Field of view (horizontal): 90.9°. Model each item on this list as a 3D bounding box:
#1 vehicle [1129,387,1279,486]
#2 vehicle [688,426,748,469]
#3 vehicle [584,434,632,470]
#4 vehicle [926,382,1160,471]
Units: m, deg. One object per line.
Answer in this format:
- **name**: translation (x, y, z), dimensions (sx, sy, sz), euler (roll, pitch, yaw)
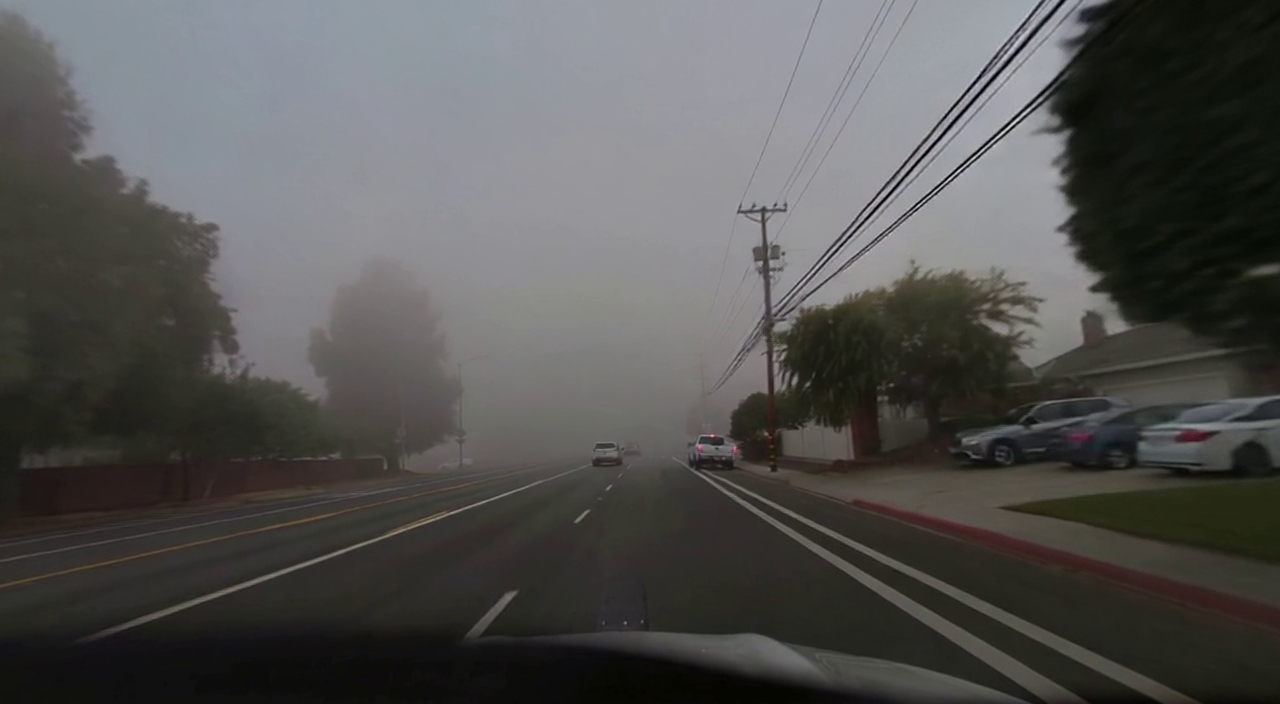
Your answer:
- **vehicle**: translation (12.336, 1.415, 11.748), dimensions (4.719, 1.553, 1.889), euler (-5, -8, 0)
- **vehicle**: translation (4.219, 5.354, 35.294), dimensions (2.622, 2.137, 6.267), euler (1, -9, 1)
- **vehicle**: translation (-1.722, 5.633, 35.694), dimensions (2.327, 1.861, 4.941), euler (-1, -9, 2)
- **vehicle**: translation (11.290, 2.153, 18.002), dimensions (5.042, 1.803, 2.134), euler (-7, -9, 0)
